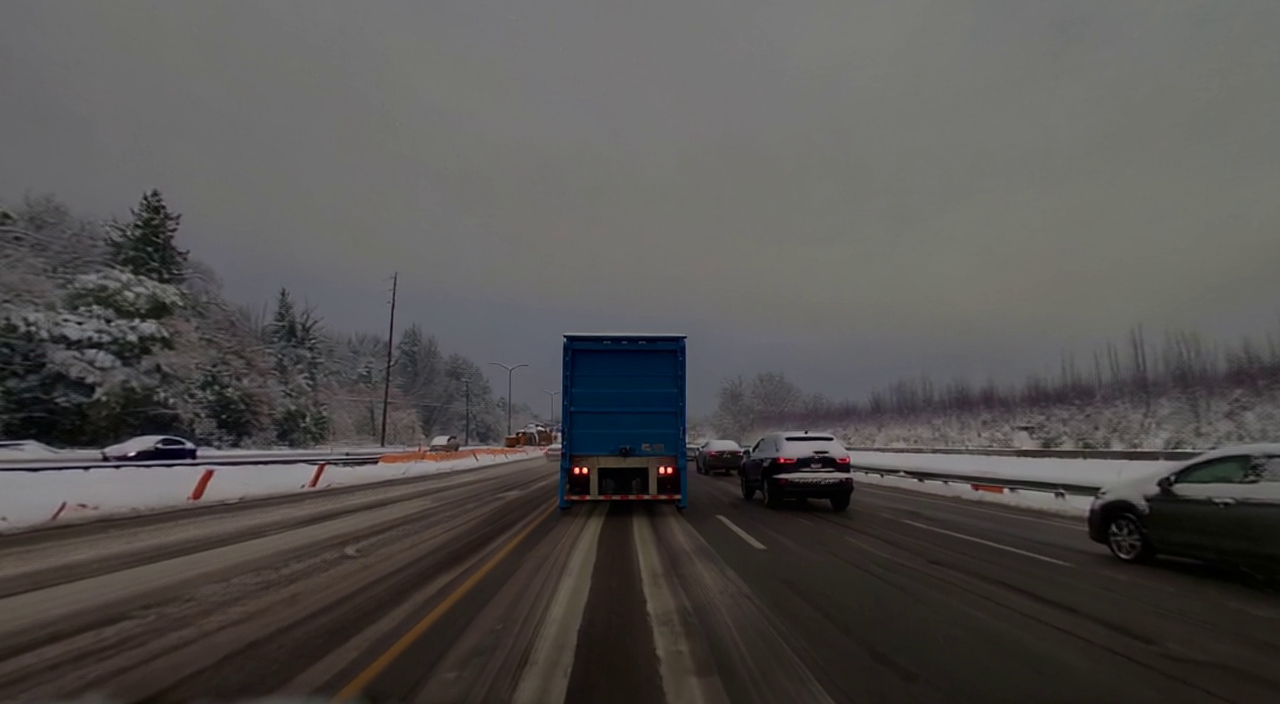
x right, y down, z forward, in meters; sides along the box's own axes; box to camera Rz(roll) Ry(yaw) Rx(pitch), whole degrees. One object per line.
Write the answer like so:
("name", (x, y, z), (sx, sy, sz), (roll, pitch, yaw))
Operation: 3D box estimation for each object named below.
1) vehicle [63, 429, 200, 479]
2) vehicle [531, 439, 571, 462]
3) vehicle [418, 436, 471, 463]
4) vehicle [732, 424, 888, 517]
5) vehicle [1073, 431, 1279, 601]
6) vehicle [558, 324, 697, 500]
("vehicle", (-21.529, 4.301, 26.727), (4.632, 1.852, 2.033), (0, -8, 16))
("vehicle", (-6.003, 6.693, 42.935), (2.014, 1.477, 4.595), (0, -9, 1))
("vehicle", (-14.147, 7.076, 45.899), (2.054, 1.708, 4.663), (2, -8, 4))
("vehicle", (3.479, 2.531, 13.849), (2.103, 1.713, 4.173), (1, -9, -3))
("vehicle", (7.248, 1.605, 6.177), (2.070, 1.632, 4.774), (2, -9, -10))
("vehicle", (-0.443, 2.085, 19.221), (3.067, 3.940, 10.154), (1, -9, -2))
